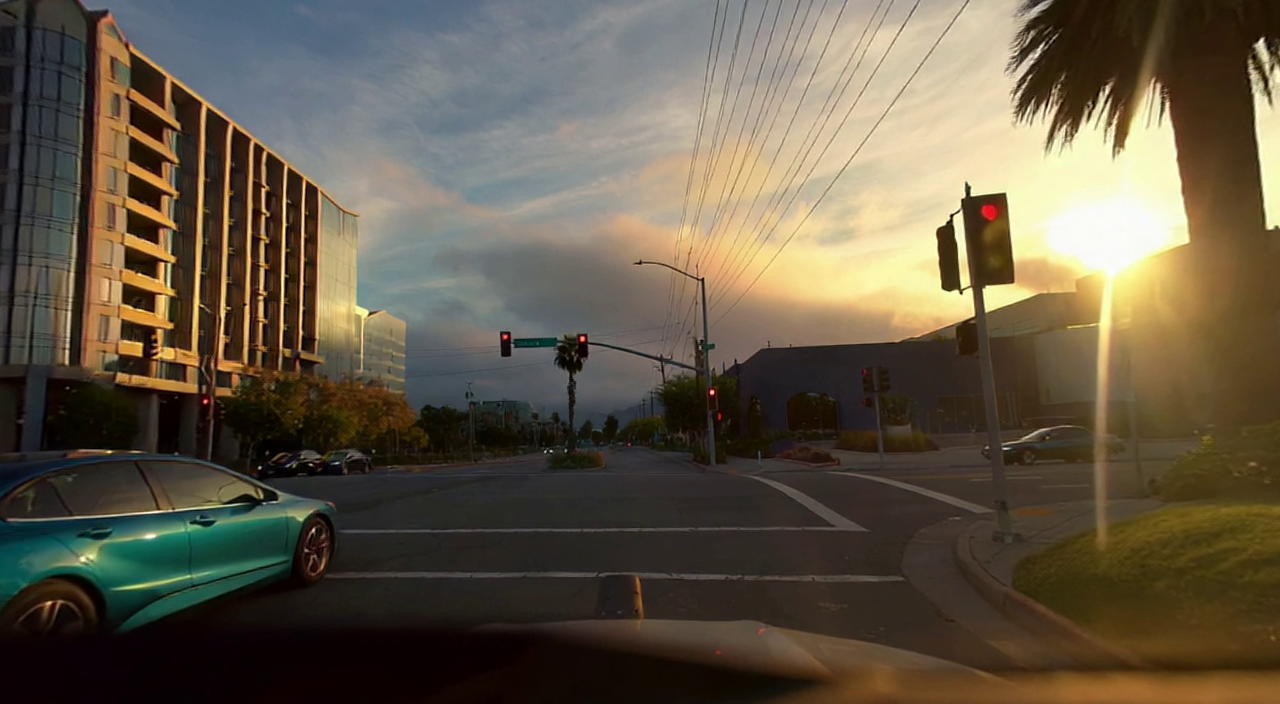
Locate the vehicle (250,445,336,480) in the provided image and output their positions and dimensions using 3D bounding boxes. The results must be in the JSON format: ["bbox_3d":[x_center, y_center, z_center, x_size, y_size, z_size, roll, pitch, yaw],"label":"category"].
[{"bbox_3d":[-19.097,6.068,34.918,2.017,1.739,4.569,0,-9,1],"label":"vehicle"}]

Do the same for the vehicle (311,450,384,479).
[{"bbox_3d":[-15.360,5.915,33.290,1.875,1.389,3.784,0,-9,3],"label":"vehicle"}]
